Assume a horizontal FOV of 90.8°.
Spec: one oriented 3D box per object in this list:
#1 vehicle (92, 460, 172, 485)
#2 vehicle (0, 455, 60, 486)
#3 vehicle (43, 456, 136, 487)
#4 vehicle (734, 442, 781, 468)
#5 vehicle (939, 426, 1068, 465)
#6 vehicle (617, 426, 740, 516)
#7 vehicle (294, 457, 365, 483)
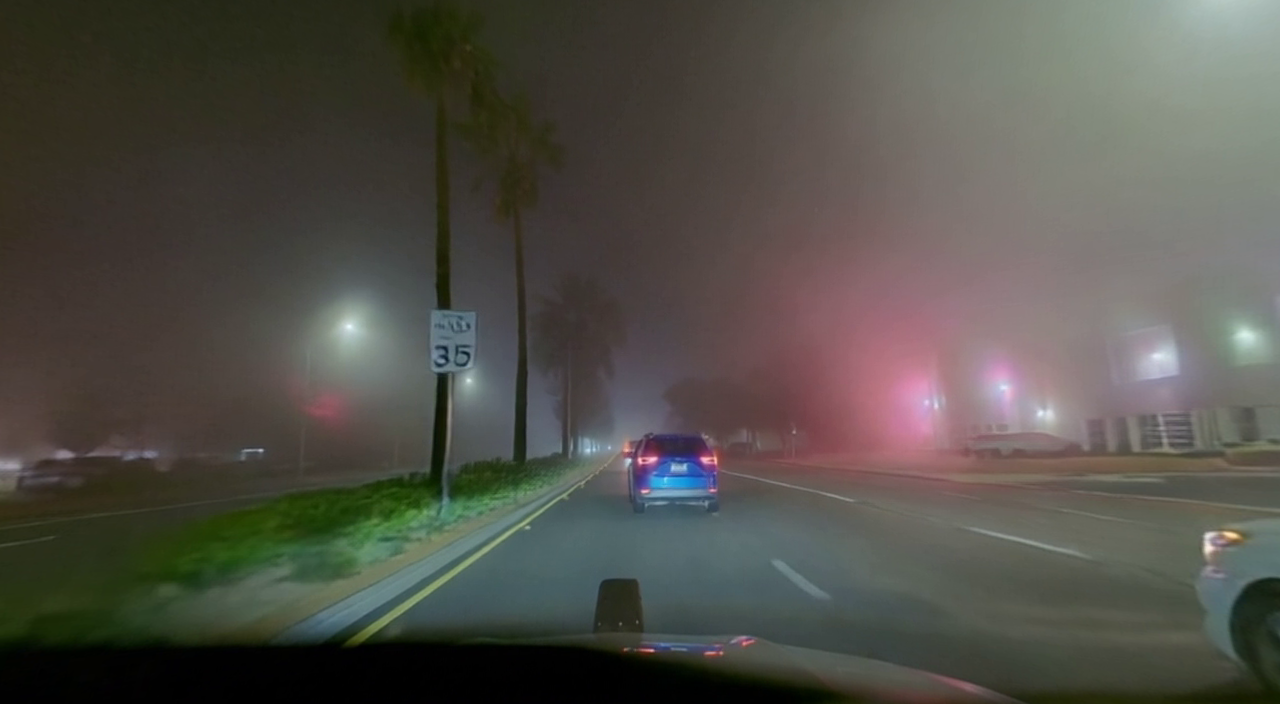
[{"bbox_3d":[-31.425,7.441,39.222,1.765,1.417,3.827,0,-8,0],"label":"vehicle"},{"bbox_3d":[-39.846,7.450,39.869,1.979,1.822,4.659,0,-8,1],"label":"vehicle"},{"bbox_3d":[-34.240,7.442,39.463,1.926,1.722,4.264,0,-8,0],"label":"vehicle"},{"bbox_3d":[6.981,6.151,37.934,1.930,1.457,4.267,0,-8,-1],"label":"vehicle"},{"bbox_3d":[20.468,5.305,35.778,5.820,1.968,2.301,-1,-9,-3],"label":"vehicle"},{"bbox_3d":[0.662,2.578,14.241,2.239,1.693,4.301,0,-8,-3],"label":"vehicle"},{"bbox_3d":[-19.496,7.402,39.892,1.848,1.460,4.641,-1,-8,4],"label":"vehicle"}]
